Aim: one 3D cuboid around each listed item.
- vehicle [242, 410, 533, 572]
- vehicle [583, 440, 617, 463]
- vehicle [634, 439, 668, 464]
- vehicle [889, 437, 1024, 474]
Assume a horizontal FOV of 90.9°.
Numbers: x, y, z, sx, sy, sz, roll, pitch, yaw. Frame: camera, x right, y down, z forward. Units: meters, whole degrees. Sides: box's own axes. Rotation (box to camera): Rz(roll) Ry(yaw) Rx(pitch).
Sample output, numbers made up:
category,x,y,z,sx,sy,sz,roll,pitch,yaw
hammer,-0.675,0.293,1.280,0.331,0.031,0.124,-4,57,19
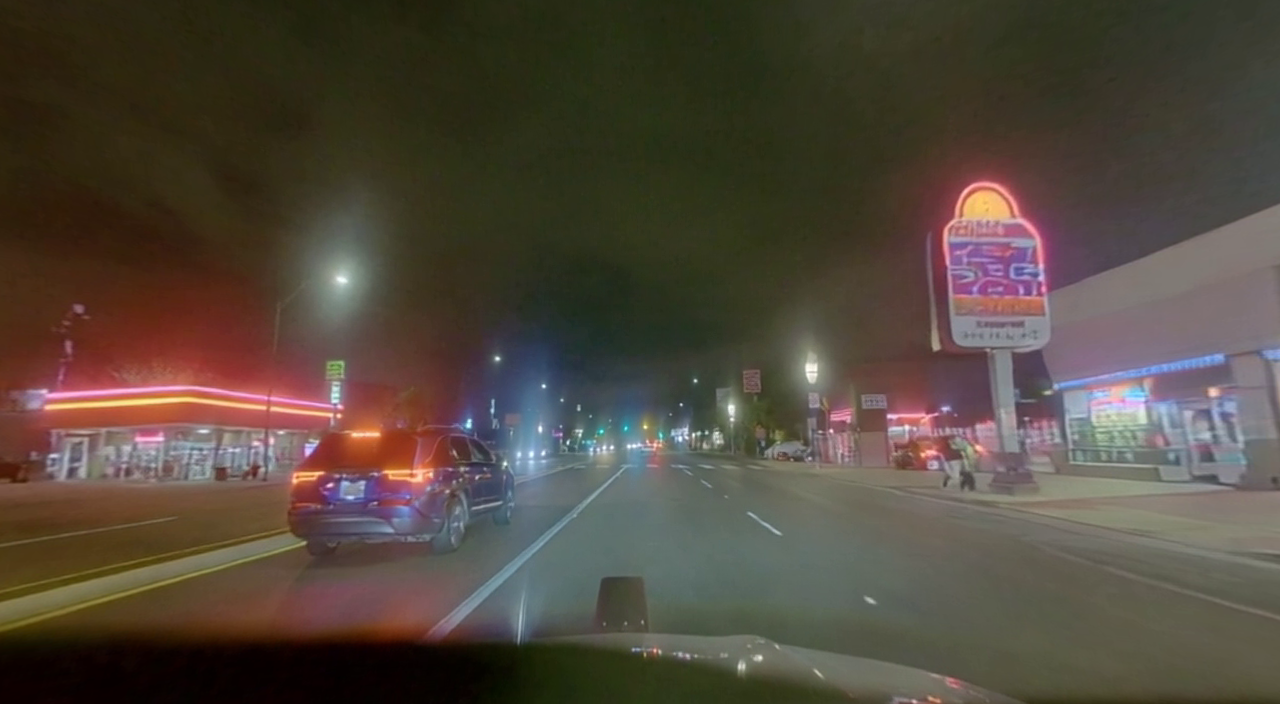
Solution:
category,x,y,z,sx,sy,sz,roll,pitch,yaw
vehicle,-2.975,1.761,8.739,2.049,1.646,4.445,-1,-9,2
vehicle,-2.710,6.876,43.665,1.950,1.450,4.257,-1,-9,2
vehicle,0.668,6.286,39.817,2.037,1.484,4.073,0,-9,1
vehicle,13.421,4.393,26.953,4.707,1.485,1.948,0,-9,-1
